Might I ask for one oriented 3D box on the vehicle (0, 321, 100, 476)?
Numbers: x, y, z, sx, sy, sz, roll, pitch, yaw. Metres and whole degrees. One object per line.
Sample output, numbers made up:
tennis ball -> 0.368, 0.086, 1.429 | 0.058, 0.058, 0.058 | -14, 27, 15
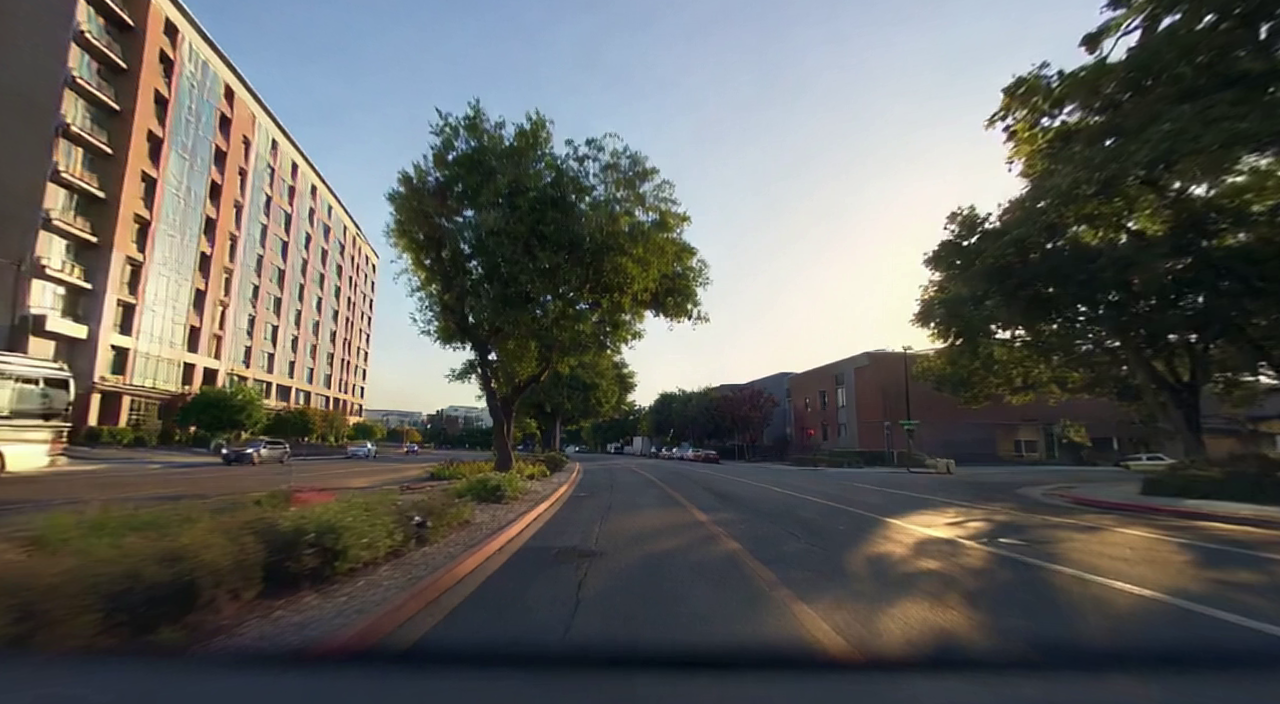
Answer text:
vehicle -> -18.489, 0.411, 11.354 | 2.942, 4.135, 17.400 | 0, -9, -2

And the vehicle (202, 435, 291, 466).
vehicle -> -19.750, 4.974, 31.979 | 1.828, 1.445, 4.613 | 1, -9, -4

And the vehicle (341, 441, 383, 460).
vehicle -> -21.557, 7.638, 49.109 | 1.822, 1.453, 4.053 | 1, -9, -7
